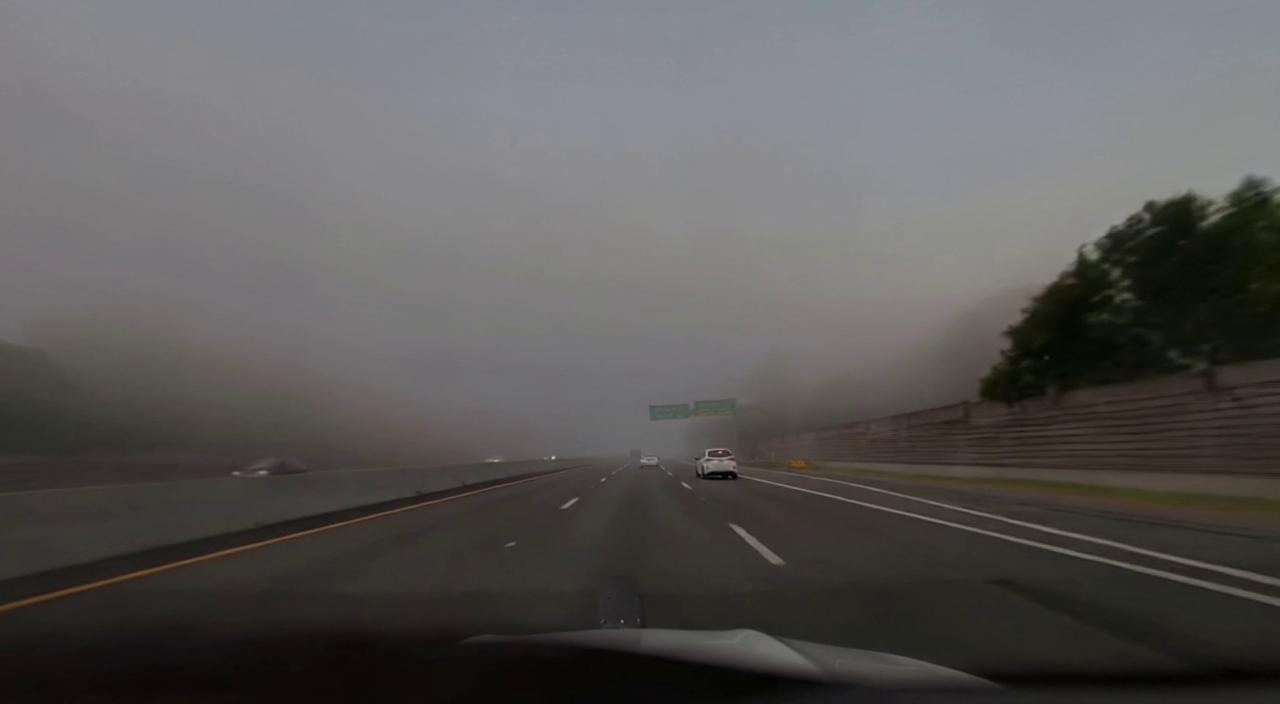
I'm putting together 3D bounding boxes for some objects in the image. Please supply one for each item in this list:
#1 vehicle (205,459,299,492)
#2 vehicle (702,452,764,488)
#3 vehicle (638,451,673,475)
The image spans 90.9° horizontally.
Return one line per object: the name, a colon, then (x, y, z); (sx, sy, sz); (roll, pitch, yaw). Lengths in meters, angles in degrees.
vehicle: (-19.989, 6.357, 32.758); (1.887, 1.522, 4.541); (-1, -9, 2)
vehicle: (3.625, 4.666, 25.167); (1.883, 1.320, 3.386); (0, -9, -1)
vehicle: (0.951, 6.887, 39.201); (2.065, 1.400, 4.028); (0, -9, 1)
